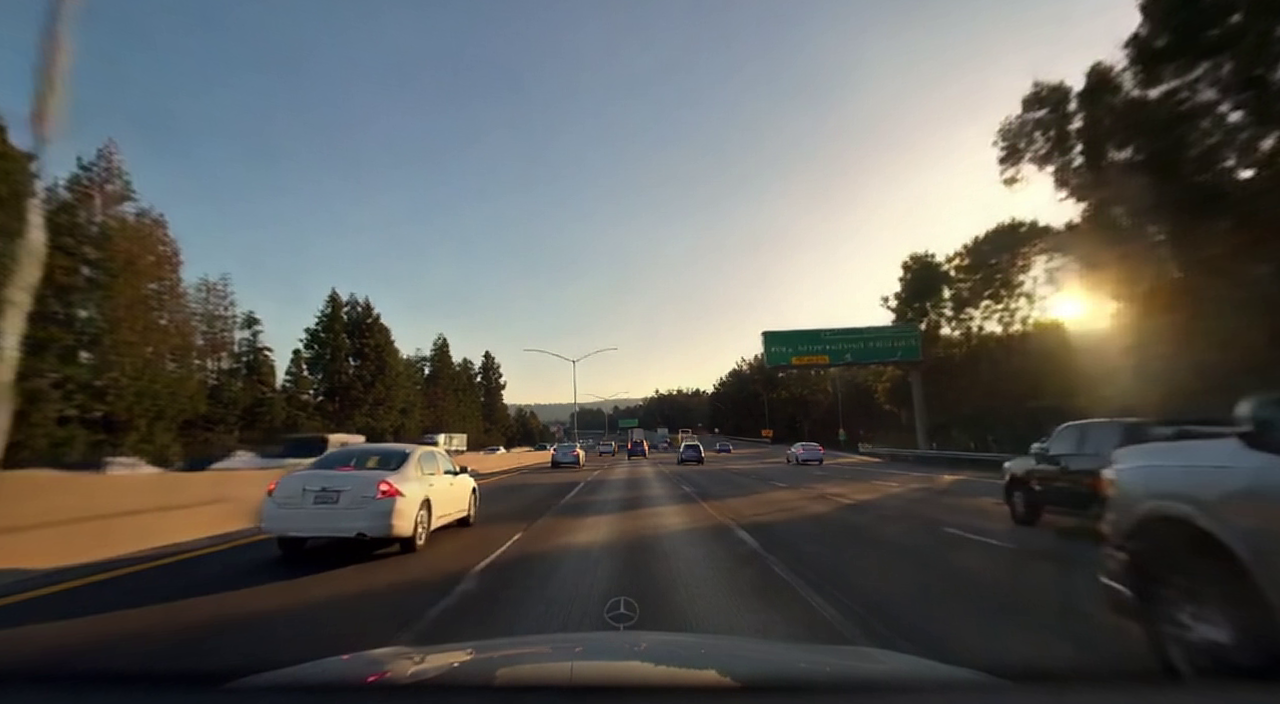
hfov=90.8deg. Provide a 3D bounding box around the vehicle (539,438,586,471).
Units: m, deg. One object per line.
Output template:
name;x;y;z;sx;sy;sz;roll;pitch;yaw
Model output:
vehicle;-4.078;5.455;33.755;1.992;1.651;4.185;0;-8;0

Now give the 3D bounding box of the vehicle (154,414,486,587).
vehicle;-3.634;1.759;8.360;2.119;1.654;4.353;0;-8;0

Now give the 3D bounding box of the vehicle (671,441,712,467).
vehicle;3.103;6.243;38.830;2.007;1.469;4.337;0;-8;-2

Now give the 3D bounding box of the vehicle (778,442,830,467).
vehicle;9.609;6.044;37.294;1.910;1.384;3.867;0;-8;-2

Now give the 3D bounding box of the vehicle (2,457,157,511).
vehicle;-15.939;3.726;18.203;1.459;1.318;3.318;0;-8;-1

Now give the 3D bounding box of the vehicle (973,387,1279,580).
vehicle;6.490;1.461;7.776;2.105;1.655;4.652;0;-8;-2
